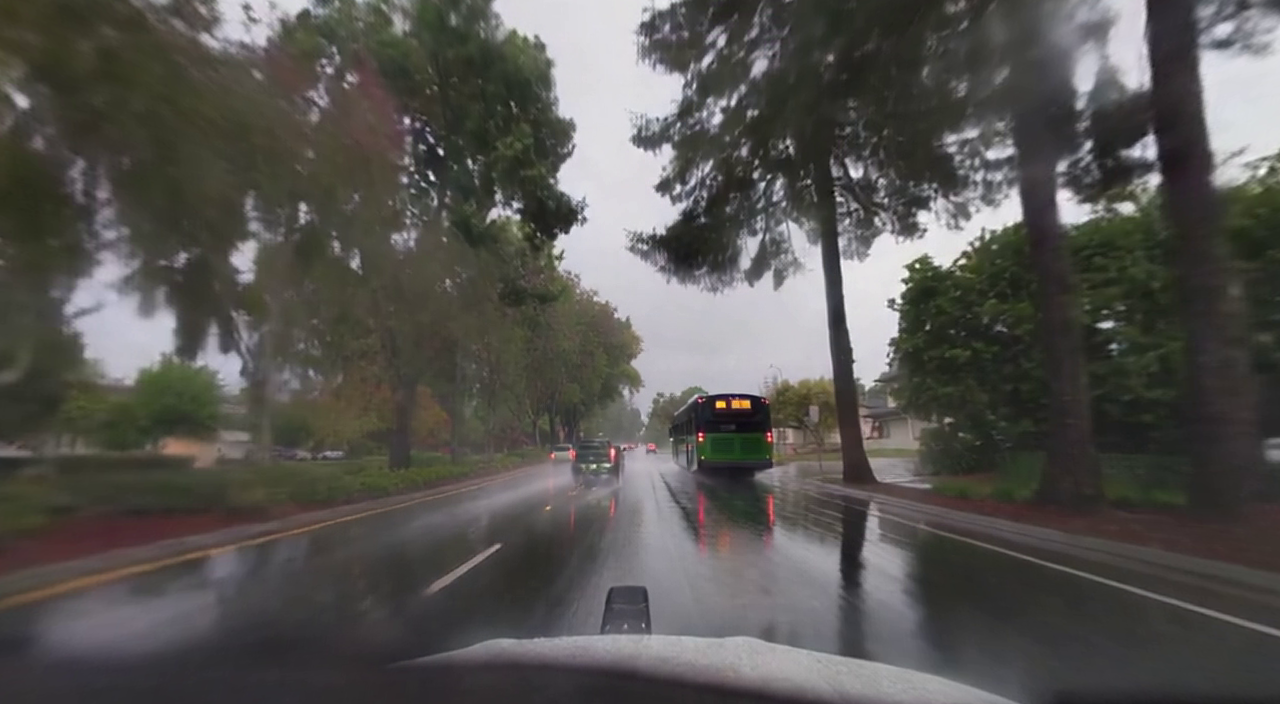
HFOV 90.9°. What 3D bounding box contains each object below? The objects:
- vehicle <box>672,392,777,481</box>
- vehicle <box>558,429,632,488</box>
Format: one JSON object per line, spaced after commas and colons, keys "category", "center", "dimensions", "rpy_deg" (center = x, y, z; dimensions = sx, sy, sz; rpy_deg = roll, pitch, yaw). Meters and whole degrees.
{"category": "vehicle", "center": [3.385, 4.030, 29.346], "dimensions": [3.059, 3.264, 12.623], "rpy_deg": [0, -9, 0]}
{"category": "vehicle", "center": [-1.452, 3.763, 22.593], "dimensions": [2.074, 1.849, 5.137], "rpy_deg": [0, -9, 2]}
